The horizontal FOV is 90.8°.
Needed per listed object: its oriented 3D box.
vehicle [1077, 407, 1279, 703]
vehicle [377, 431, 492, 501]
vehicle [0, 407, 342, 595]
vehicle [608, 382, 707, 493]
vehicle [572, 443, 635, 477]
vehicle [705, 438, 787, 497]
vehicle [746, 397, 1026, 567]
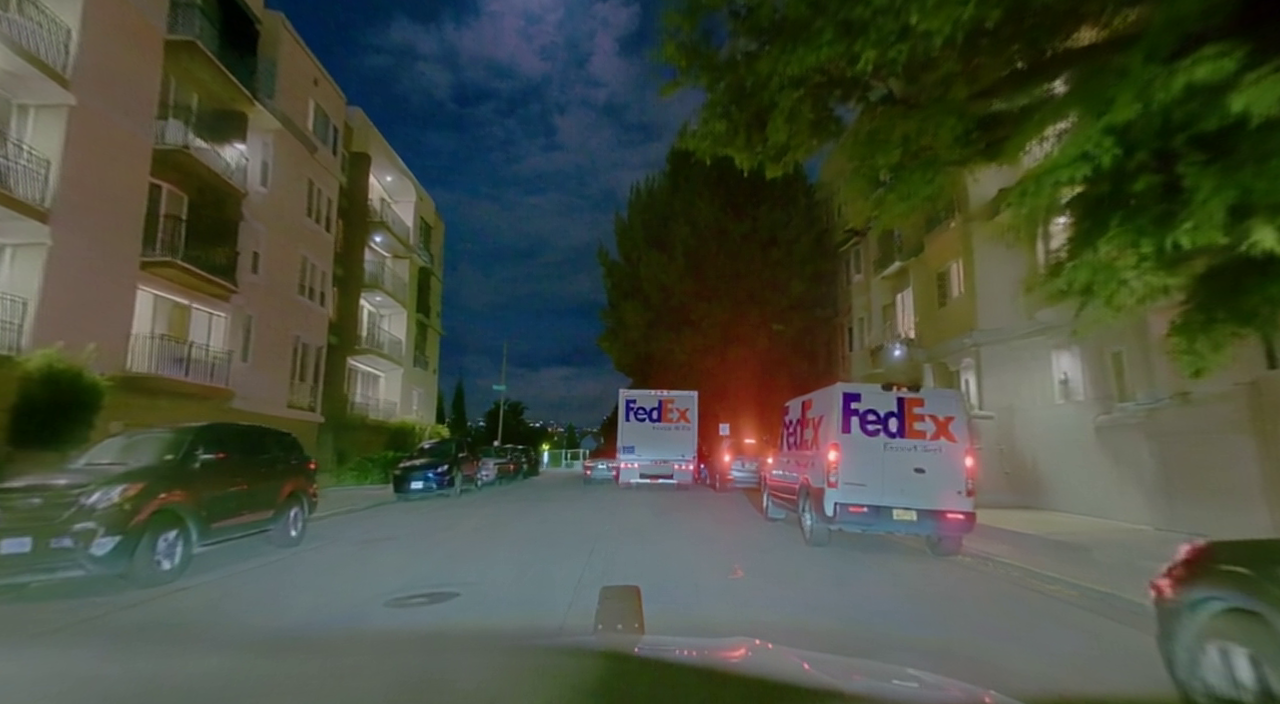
[{"bbox_3d":[3.384,0.795,1.261,1.877,1.500,4.407,0,-8,0],"label":"vehicle"},{"bbox_3d":[-6.077,3.413,19.381,2.020,1.867,4.654,0,-8,-1],"label":"vehicle"},{"bbox_3d":[-5.963,1.729,8.187,2.089,1.757,4.256,0,-8,0],"label":"vehicle"},{"bbox_3d":[0.412,3.143,22.941,2.930,3.275,8.180,0,-8,-1],"label":"vehicle"},{"bbox_3d":[-1.676,5.137,30.405,1.981,1.500,3.992,-2,-9,13],"label":"vehicle"},{"bbox_3d":[3.195,3.550,19.809,1.868,1.623,3.815,0,-8,0],"label":"vehicle"},{"bbox_3d":[3.378,1.939,10.309,2.221,1.991,5.564,0,-8,-1],"label":"vehicle"}]
